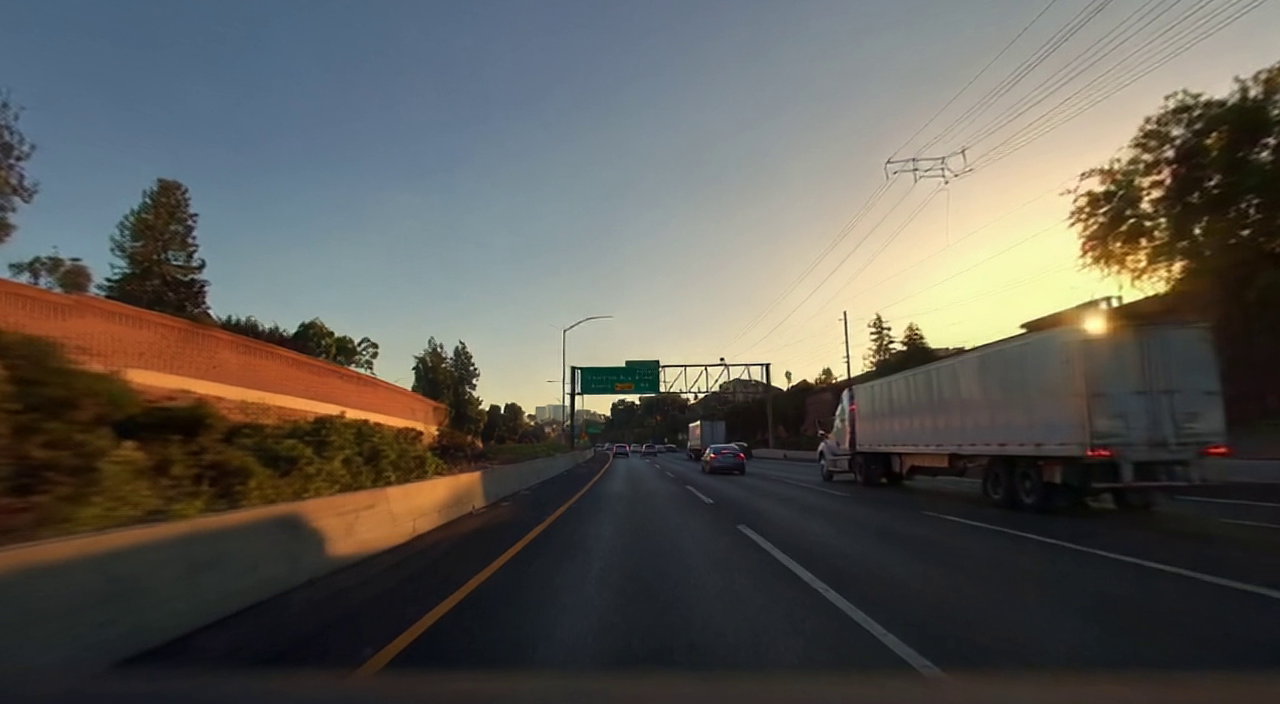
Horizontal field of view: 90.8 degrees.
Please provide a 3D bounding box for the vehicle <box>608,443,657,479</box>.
[{"bbox_3d":[-0.380,4.877,28.596,2.083,1.477,3.965,0,-9,-2],"label":"vehicle"}]

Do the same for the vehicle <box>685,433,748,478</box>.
[{"bbox_3d":[3.365,4.709,28.863,2.114,1.849,4.692,0,-9,-2],"label":"vehicle"}]

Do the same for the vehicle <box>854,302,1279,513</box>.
[{"bbox_3d":[11.083,2.187,20.074,2.914,4.134,15.553,0,-9,-1],"label":"vehicle"}]
